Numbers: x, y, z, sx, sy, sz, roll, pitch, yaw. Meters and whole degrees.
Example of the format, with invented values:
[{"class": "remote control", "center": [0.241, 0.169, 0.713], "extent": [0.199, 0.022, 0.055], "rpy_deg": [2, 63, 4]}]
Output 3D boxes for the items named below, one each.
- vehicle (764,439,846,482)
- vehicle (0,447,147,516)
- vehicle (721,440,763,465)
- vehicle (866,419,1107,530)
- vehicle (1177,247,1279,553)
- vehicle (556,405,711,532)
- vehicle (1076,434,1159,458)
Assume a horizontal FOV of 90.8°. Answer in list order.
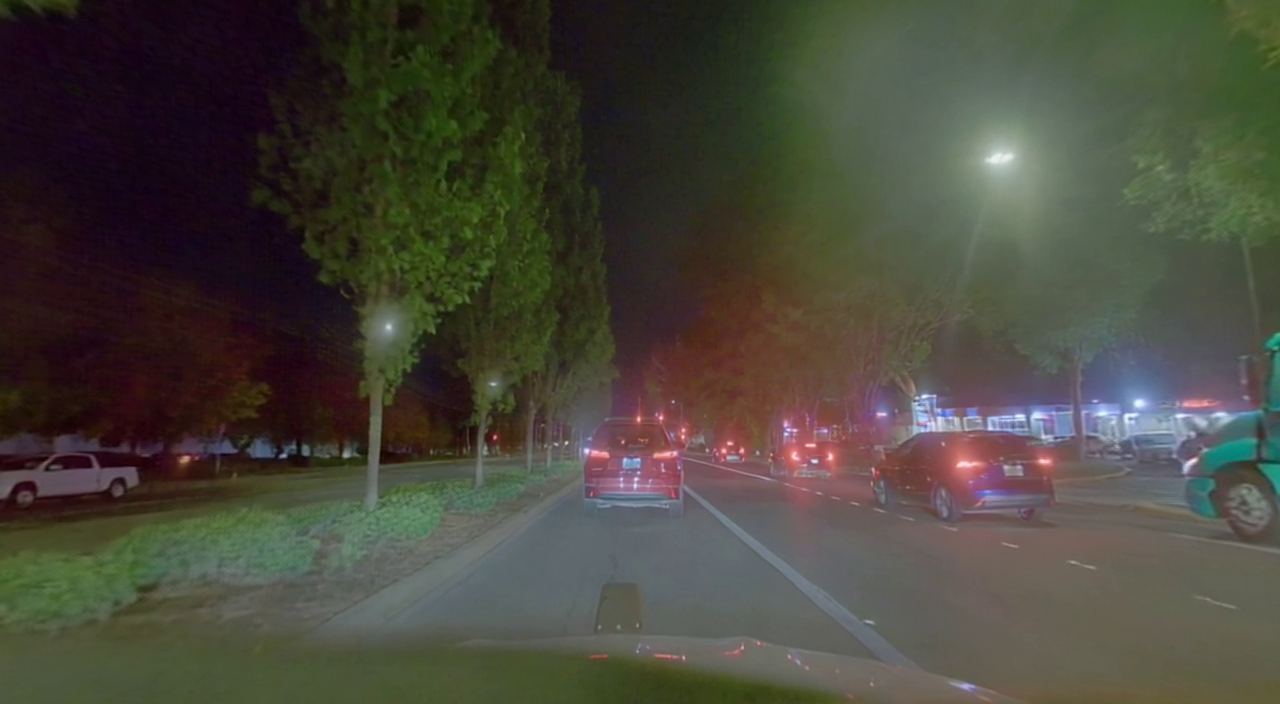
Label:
[{"class": "vehicle", "center": [6.455, 4.289, 25.209], "extent": [2.035, 1.553, 4.465], "rpy_deg": [0, -9, 0]}, {"class": "vehicle", "center": [-19.255, 4.057, 20.445], "extent": [2.302, 1.939, 5.221], "rpy_deg": [0, -9, 1]}, {"class": "vehicle", "center": [6.557, 6.518, 41.053], "extent": [1.914, 1.523, 4.287], "rpy_deg": [0, -9, -2]}, {"class": "vehicle", "center": [6.223, 2.248, 12.138], "extent": [2.056, 1.703, 4.428], "rpy_deg": [0, -9, 0]}, {"class": "vehicle", "center": [10.001, 0.203, 5.500], "extent": [3.030, 4.019, 8.420], "rpy_deg": [0, -9, 0]}, {"class": "vehicle", "center": [-0.121, 2.064, 11.640], "extent": [2.320, 1.880, 4.192], "rpy_deg": [0, -9, -1]}, {"class": "vehicle", "center": [33.201, 6.565, 44.138], "extent": [1.959, 1.580, 4.873], "rpy_deg": [0, -9, 0]}]
